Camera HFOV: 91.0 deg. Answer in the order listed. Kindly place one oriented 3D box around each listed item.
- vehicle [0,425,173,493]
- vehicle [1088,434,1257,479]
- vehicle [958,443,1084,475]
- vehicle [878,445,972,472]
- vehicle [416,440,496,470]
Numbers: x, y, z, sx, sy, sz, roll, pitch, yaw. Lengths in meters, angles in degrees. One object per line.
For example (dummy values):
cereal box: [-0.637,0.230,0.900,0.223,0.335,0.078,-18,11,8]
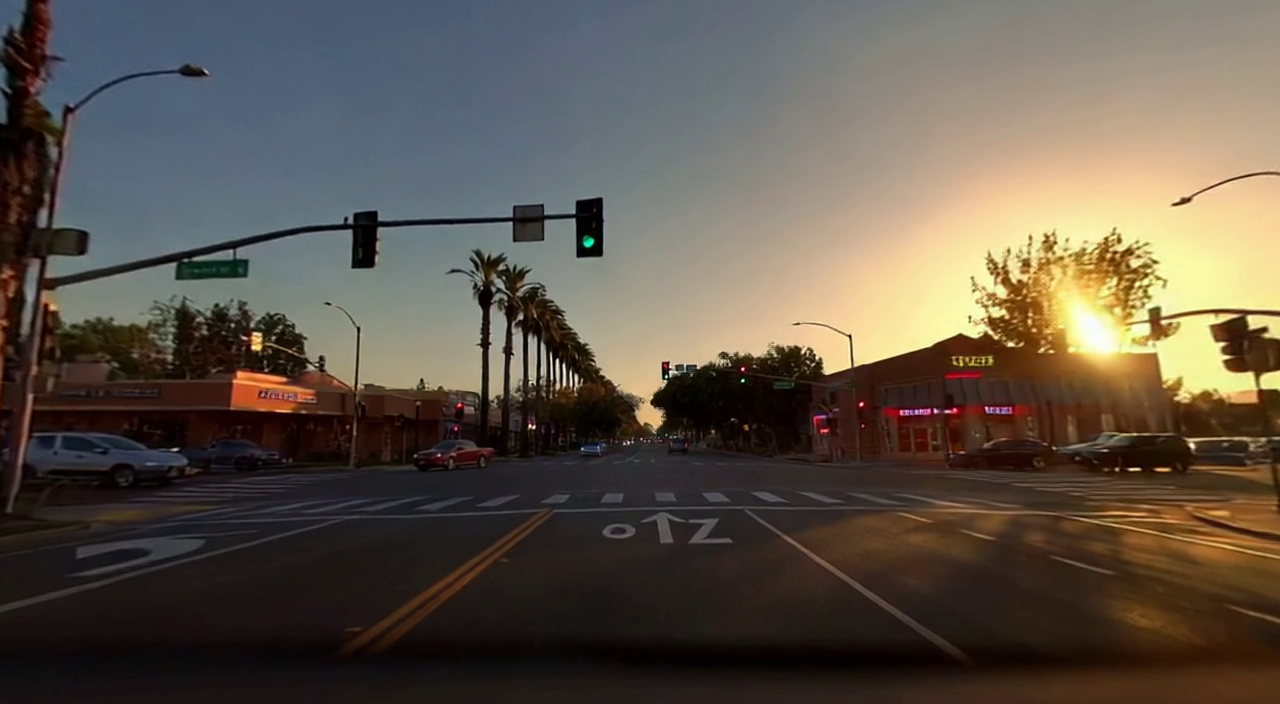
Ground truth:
vehicle: [-18.507,3.427,20.327,4.901,2.064,2.296,0,-8,0]
vehicle: [23.369,4.580,27.762,5.509,1.873,2.123,0,-9,-1]
vehicle: [18.886,5.312,31.372,4.977,1.508,1.948,0,-9,0]
vehicle: [16.150,6.039,35.828,4.451,1.494,1.857,-1,-9,7]
vehicle: [-11.340,6.380,39.132,2.045,1.699,4.563,-5,-10,31]
